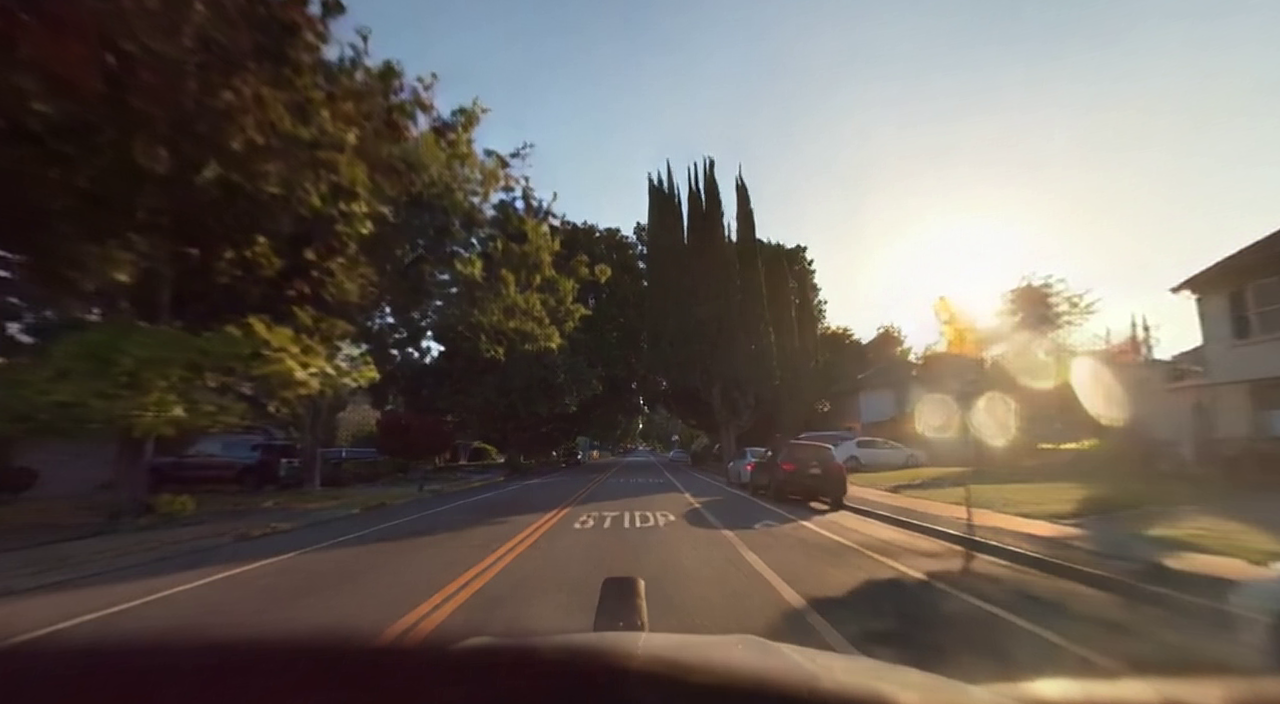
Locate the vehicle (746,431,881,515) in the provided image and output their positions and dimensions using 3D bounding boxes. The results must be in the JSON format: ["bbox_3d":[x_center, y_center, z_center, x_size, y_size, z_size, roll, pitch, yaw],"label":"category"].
[{"bbox_3d":[4.174,2.999,16.157,2.032,1.792,4.849,0,-9,0],"label":"vehicle"}]
